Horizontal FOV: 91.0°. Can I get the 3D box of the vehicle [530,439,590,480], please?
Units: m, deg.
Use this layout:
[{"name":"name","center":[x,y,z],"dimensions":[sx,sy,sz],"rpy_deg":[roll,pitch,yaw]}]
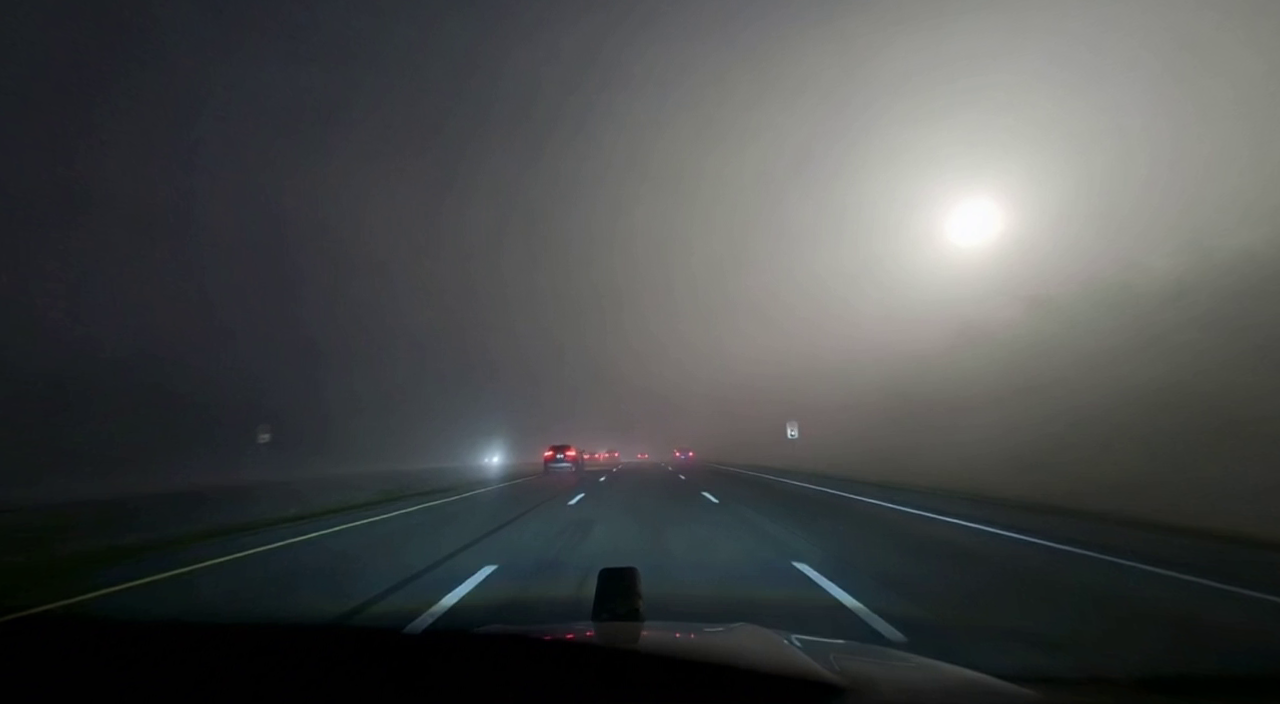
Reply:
[{"name":"vehicle","center":[-3.583,4.924,29.035],"dimensions":[2.070,1.707,4.309],"rpy_deg":[0,-9,2]}]
